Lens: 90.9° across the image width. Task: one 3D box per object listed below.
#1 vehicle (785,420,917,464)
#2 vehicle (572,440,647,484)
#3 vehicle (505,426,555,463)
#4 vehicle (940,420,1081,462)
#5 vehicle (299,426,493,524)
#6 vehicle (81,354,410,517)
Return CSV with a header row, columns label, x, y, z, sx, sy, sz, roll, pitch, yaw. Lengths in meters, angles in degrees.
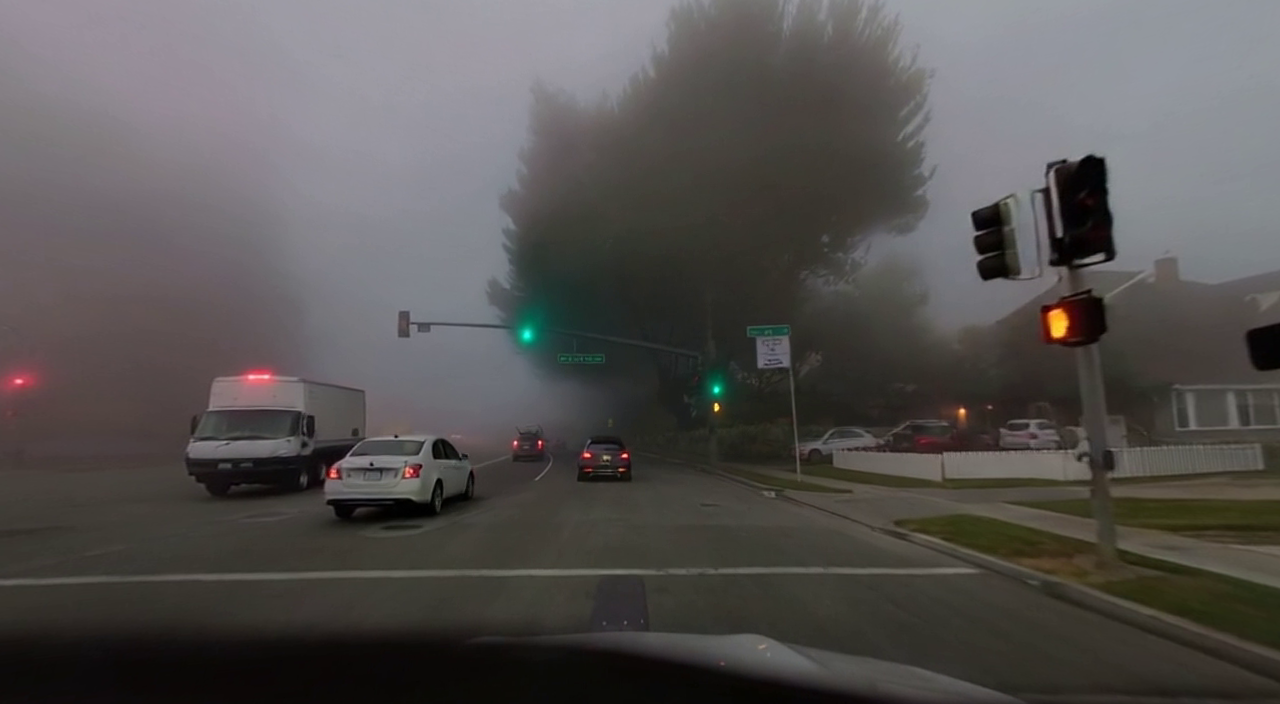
label,x,y,z,sx,sy,sz,roll,pitch,yaw
vehicle,8.770,3.736,26.285,4.742,1.690,2.218,2,-9,-18
vehicle,-0.956,3.412,19.893,2.131,1.222,3.868,0,-8,-2
vehicle,-5.981,5.112,34.836,2.032,1.852,4.571,-1,-8,-1
vehicle,14.683,3.538,25.058,4.615,1.555,2.021,2,-8,-15
vehicle,-4.128,2.129,11.537,1.709,1.425,4.337,-1,-8,2
vehicle,-7.816,1.847,13.927,2.821,2.701,6.721,0,-8,1
